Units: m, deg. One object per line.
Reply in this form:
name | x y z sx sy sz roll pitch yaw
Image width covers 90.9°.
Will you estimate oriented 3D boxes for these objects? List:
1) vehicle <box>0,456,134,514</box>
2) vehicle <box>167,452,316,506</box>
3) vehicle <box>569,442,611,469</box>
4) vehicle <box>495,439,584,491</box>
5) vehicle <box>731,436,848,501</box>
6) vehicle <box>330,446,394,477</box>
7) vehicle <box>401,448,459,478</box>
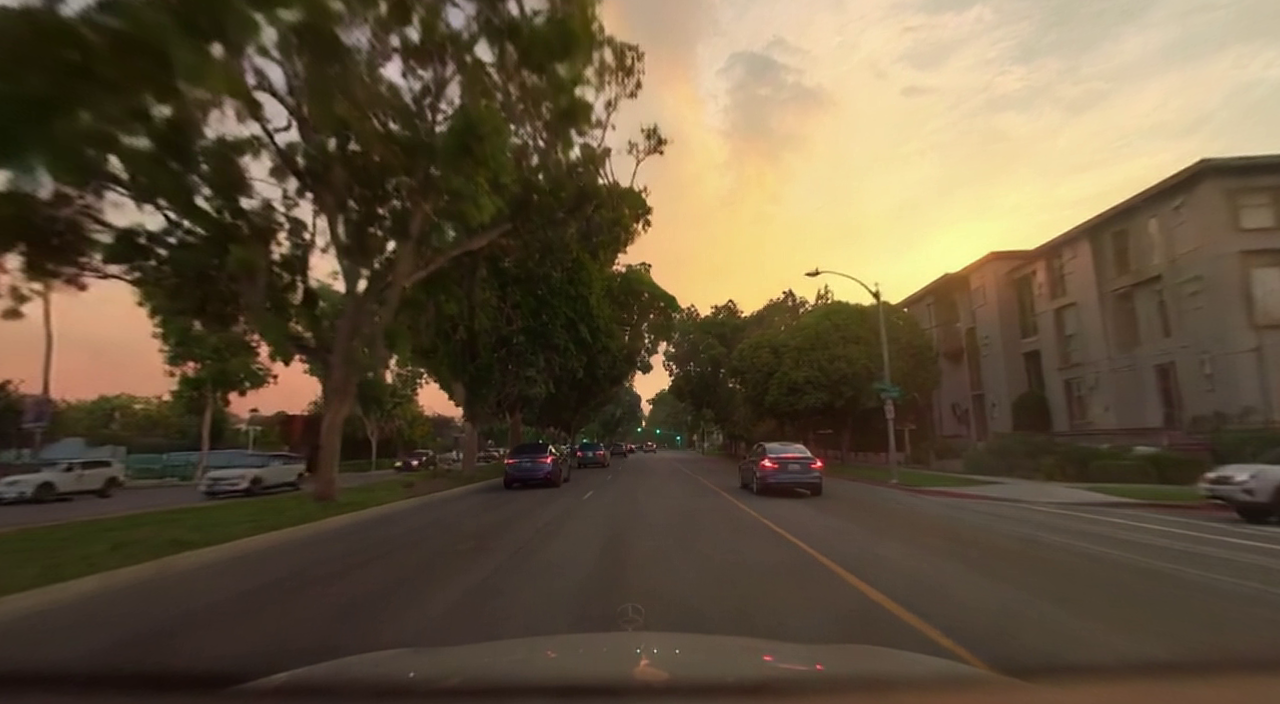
vehicle | -22.431 4.968 24.138 2.073 1.878 4.912 0 -8 -2
vehicle | -12.563 4.003 20.302 1.871 1.478 4.489 0 -8 0
vehicle | -2.912 6.164 37.785 1.988 1.497 4.404 0 -8 2
vehicle | -3.118 3.596 20.476 2.053 1.480 4.381 0 -8 2
vehicle | 3.804 3.050 16.944 2.010 1.486 4.498 0 -8 0
vehicle | -18.586 7.314 42.404 2.032 1.989 4.727 0 -8 1
vehicle | -11.820 6.251 35.784 1.817 1.547 4.220 0 -8 0
